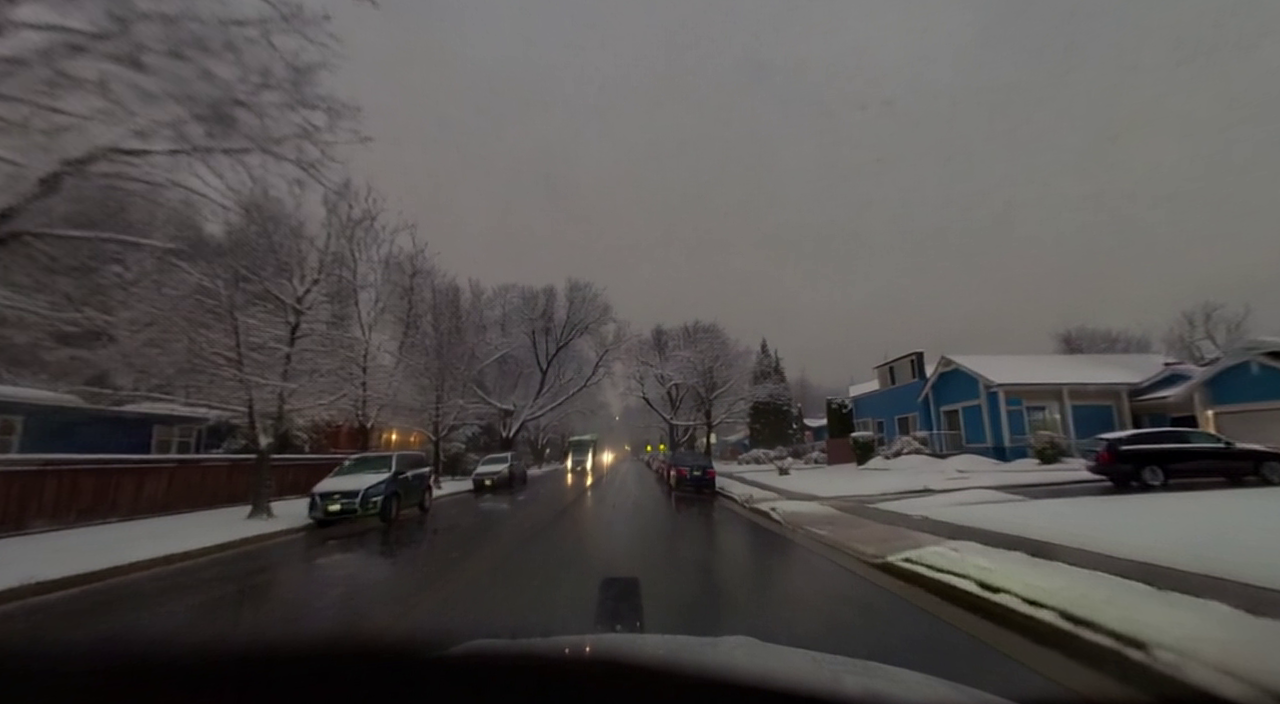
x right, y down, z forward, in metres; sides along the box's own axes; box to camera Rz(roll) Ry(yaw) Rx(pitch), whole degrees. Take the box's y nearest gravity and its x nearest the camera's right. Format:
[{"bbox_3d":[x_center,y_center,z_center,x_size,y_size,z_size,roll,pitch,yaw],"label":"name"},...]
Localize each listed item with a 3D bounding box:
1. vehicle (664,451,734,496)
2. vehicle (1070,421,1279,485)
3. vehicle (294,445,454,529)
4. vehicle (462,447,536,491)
[{"bbox_3d":[2.131,4.548,24.053,1.996,1.516,4.122,0,-9,-4],"label":"vehicle"},{"bbox_3d":[13.630,2.496,15.676,4.370,1.433,1.889,-2,-9,13],"label":"vehicle"},{"bbox_3d":[-6.201,3.150,15.420,2.033,1.721,4.328,0,-9,0],"label":"vehicle"},{"bbox_3d":[-6.574,5.507,30.185,2.265,1.876,5.371,0,-9,0],"label":"vehicle"}]
